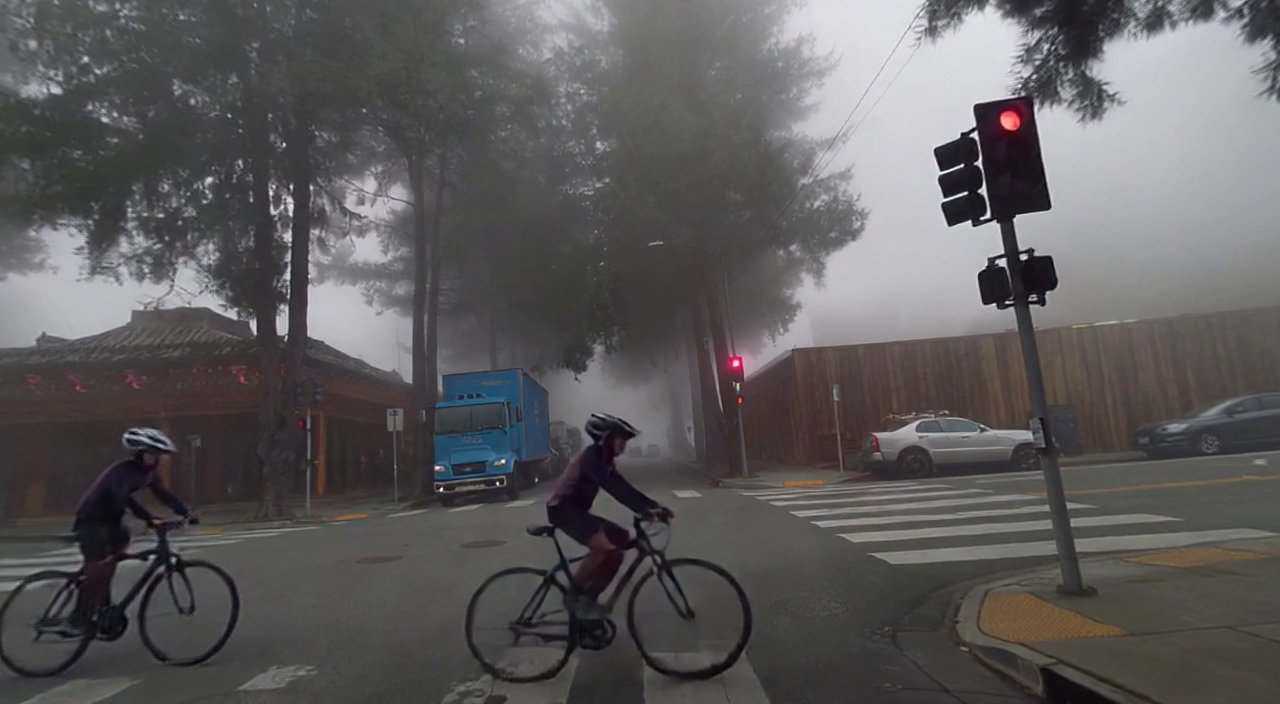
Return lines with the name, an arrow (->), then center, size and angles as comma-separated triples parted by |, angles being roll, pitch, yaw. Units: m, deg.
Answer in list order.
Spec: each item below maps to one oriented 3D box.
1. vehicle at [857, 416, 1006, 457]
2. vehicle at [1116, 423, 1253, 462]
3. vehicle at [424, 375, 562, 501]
vehicle -> 10.694, 3.143, 23.423 | 4.643, 1.456, 1.820 | -1, -8, 5
vehicle -> 24.955, 4.160, 29.010 | 4.268, 1.695, 2.053 | 0, -8, 3
vehicle -> -5.814, 3.725, 27.177 | 3.113, 4.041, 10.284 | -7, -8, 0
